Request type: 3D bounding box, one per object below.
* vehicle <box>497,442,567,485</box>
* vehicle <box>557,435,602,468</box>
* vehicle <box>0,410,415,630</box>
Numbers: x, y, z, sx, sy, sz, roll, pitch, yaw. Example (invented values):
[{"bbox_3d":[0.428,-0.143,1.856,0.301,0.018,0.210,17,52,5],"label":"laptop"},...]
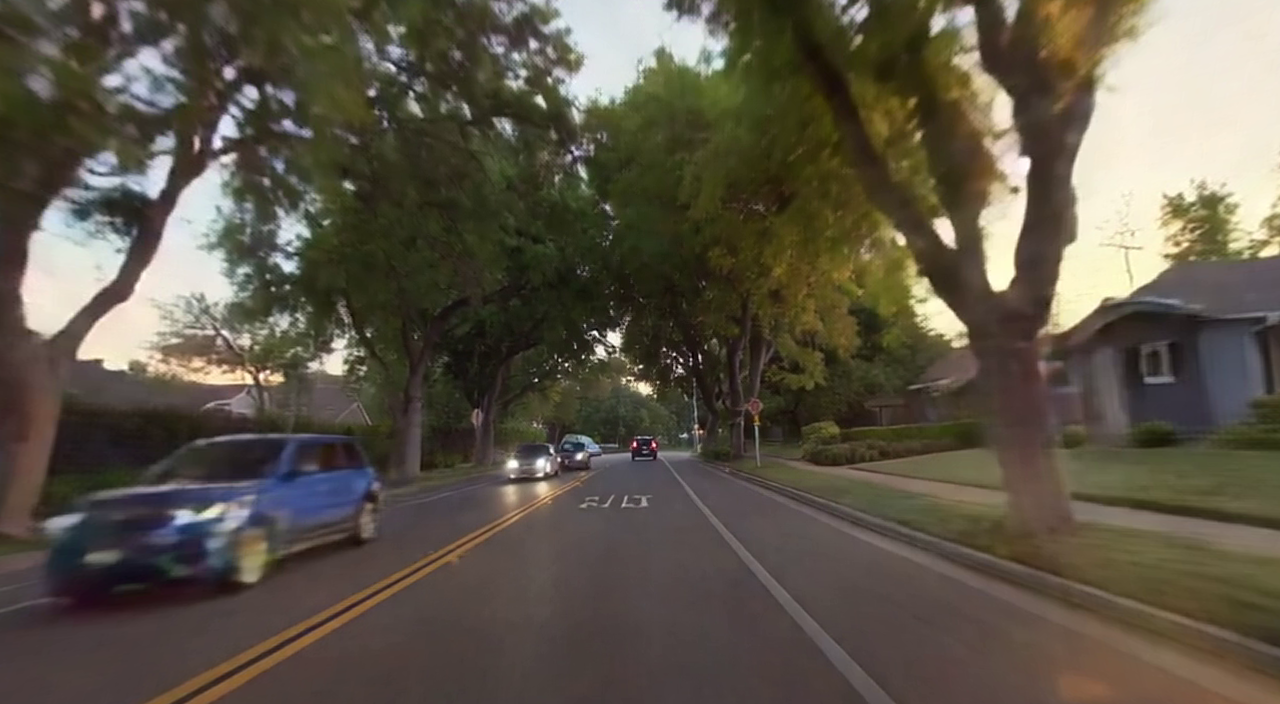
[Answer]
[{"bbox_3d":[-4.109,4.303,24.681,1.905,1.510,4.172,0,-8,1],"label":"vehicle"},{"bbox_3d":[-3.882,6.471,41.163,2.267,1.975,5.112,0,-8,2],"label":"vehicle"},{"bbox_3d":[-4.460,1.634,7.208,2.069,1.707,4.385,0,-8,1],"label":"vehicle"}]
